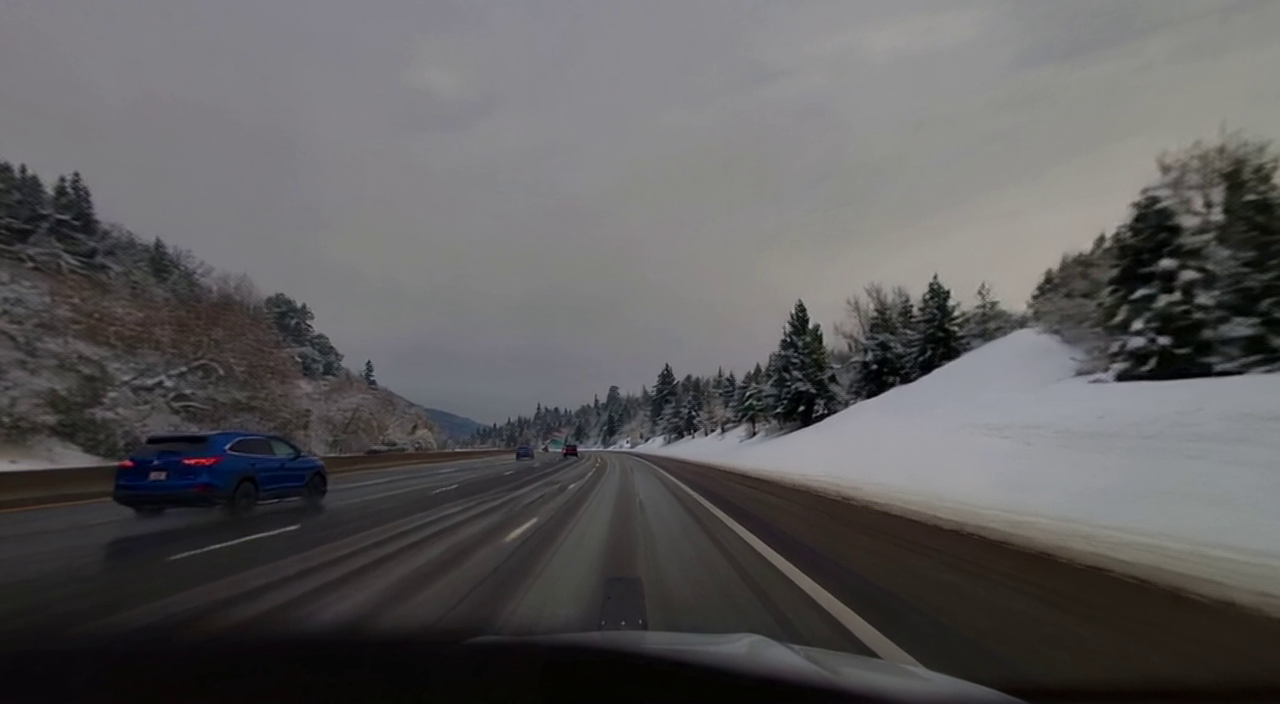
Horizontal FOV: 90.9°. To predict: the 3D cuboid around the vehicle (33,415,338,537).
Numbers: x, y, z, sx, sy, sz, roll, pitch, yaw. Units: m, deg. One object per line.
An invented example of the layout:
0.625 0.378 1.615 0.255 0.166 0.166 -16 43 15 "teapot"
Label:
-7.531 2.095 11.249 2.046 1.712 4.533 0 -8 0 "vehicle"
